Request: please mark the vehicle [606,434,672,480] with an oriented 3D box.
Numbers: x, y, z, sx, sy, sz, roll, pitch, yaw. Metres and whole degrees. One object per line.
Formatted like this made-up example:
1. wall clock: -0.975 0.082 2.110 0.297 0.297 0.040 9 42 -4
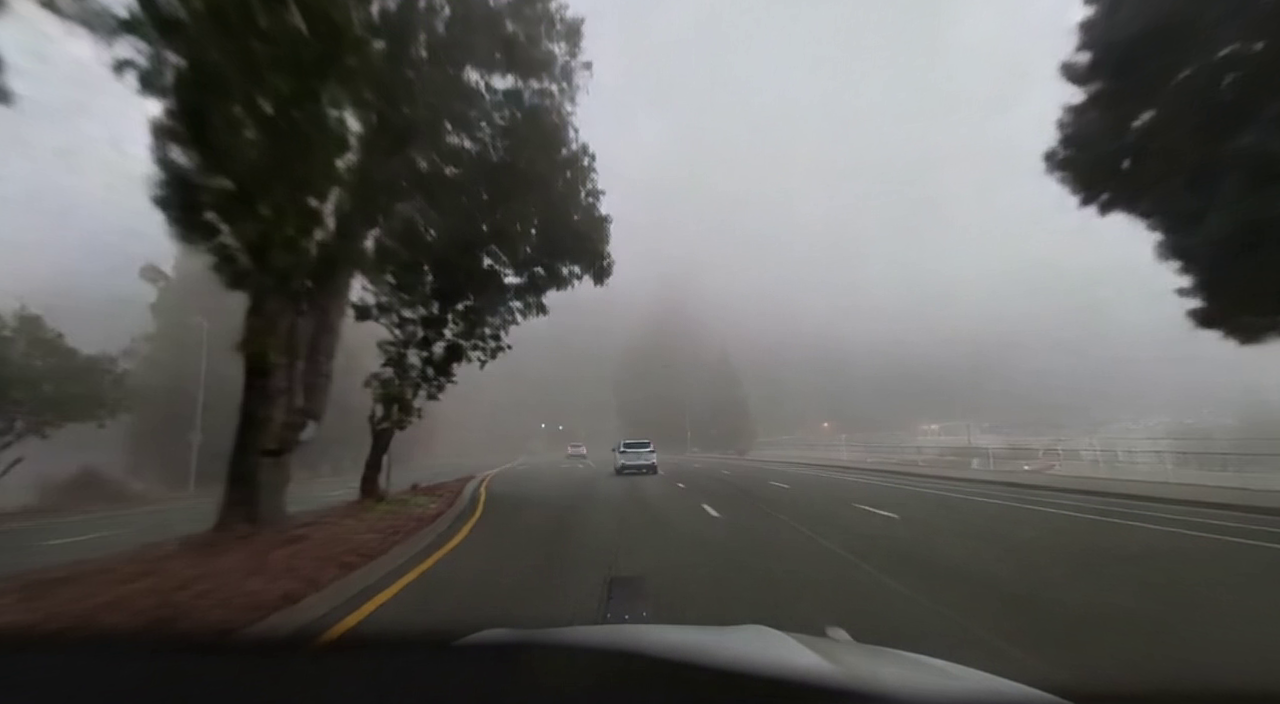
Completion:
1. vehicle: -0.156 4.396 26.671 2.253 1.756 4.313 1 -9 -7
